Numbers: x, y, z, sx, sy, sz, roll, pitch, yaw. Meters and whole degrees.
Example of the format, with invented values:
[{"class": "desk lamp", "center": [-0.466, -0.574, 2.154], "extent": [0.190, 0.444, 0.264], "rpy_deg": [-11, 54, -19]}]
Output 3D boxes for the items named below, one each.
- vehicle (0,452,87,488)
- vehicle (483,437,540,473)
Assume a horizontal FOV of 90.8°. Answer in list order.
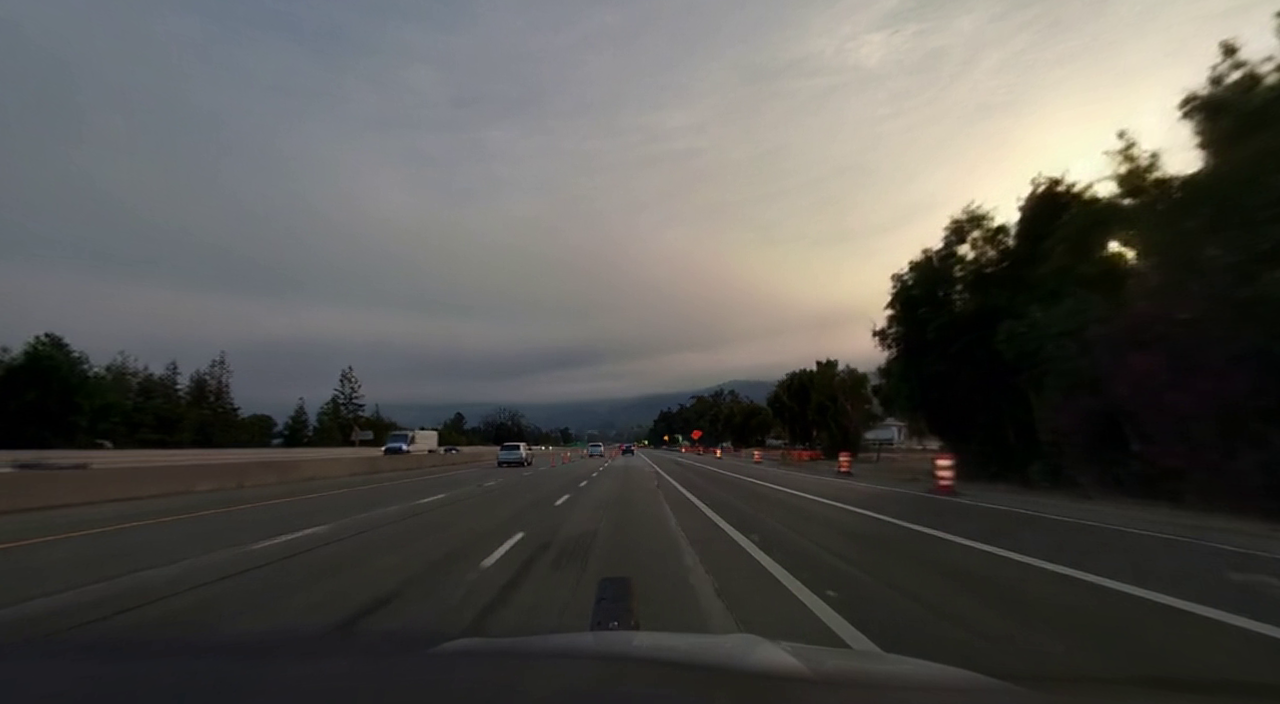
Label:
[{"class": "vehicle", "center": [-27.457, 5.181, 27.977], "extent": [1.753, 1.443, 4.600], "rpy_deg": [0, -9, -1]}, {"class": "vehicle", "center": [-6.638, 5.387, 33.128], "extent": [2.036, 1.758, 4.529], "rpy_deg": [0, -9, 0]}]
